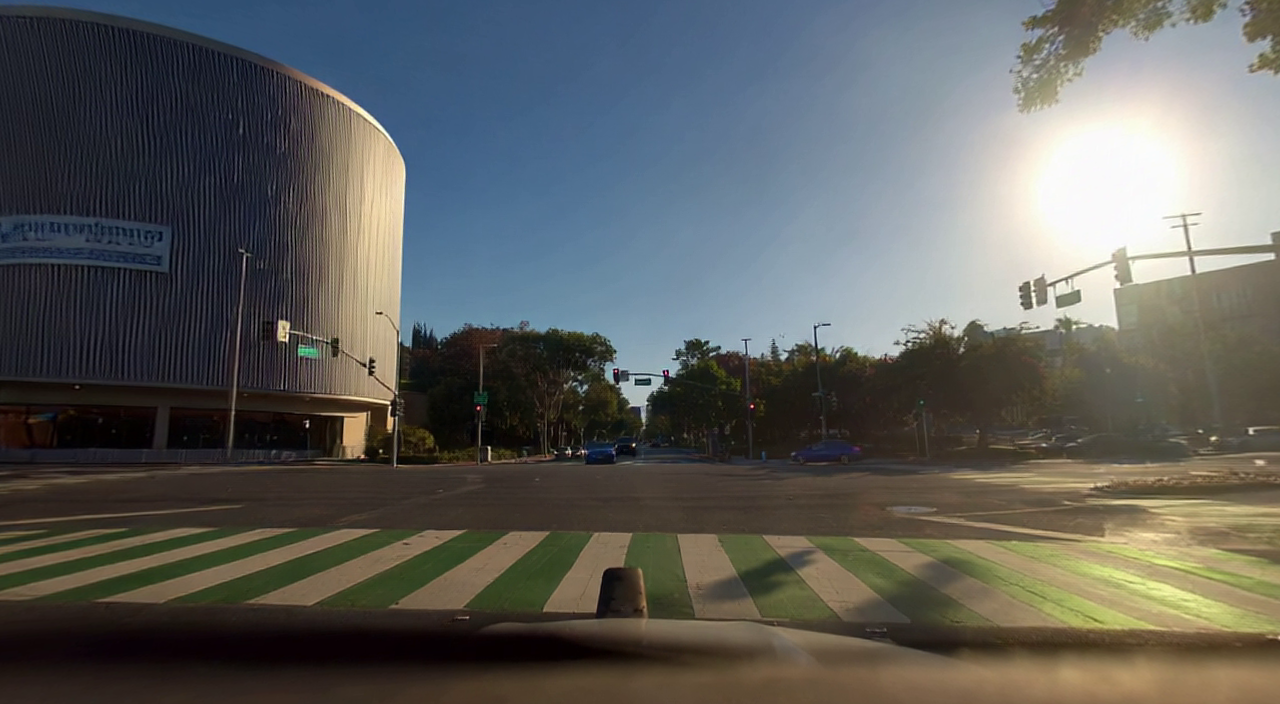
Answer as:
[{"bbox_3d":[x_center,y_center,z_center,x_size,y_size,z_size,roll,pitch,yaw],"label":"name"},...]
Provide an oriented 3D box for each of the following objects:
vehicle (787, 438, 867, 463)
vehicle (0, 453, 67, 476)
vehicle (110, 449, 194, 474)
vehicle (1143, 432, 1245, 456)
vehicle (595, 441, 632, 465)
[{"bbox_3d":[11.659,6.174,39.548,4.529,1.457,1.981,-2,-9,9],"label":"vehicle"},{"bbox_3d":[-41.645,7.634,42.771,3.698,1.467,1.779,0,-8,1],"label":"vehicle"},{"bbox_3d":[-33.074,7.408,42.759,4.136,1.661,1.857,0,-8,1],"label":"vehicle"},{"bbox_3d":[36.150,6.020,41.200,4.767,1.456,1.858,0,-8,2],"label":"vehicle"},{"bbox_3d":[-1.835,6.644,41.753,2.280,1.454,4.836,1,-8,-4],"label":"vehicle"}]
